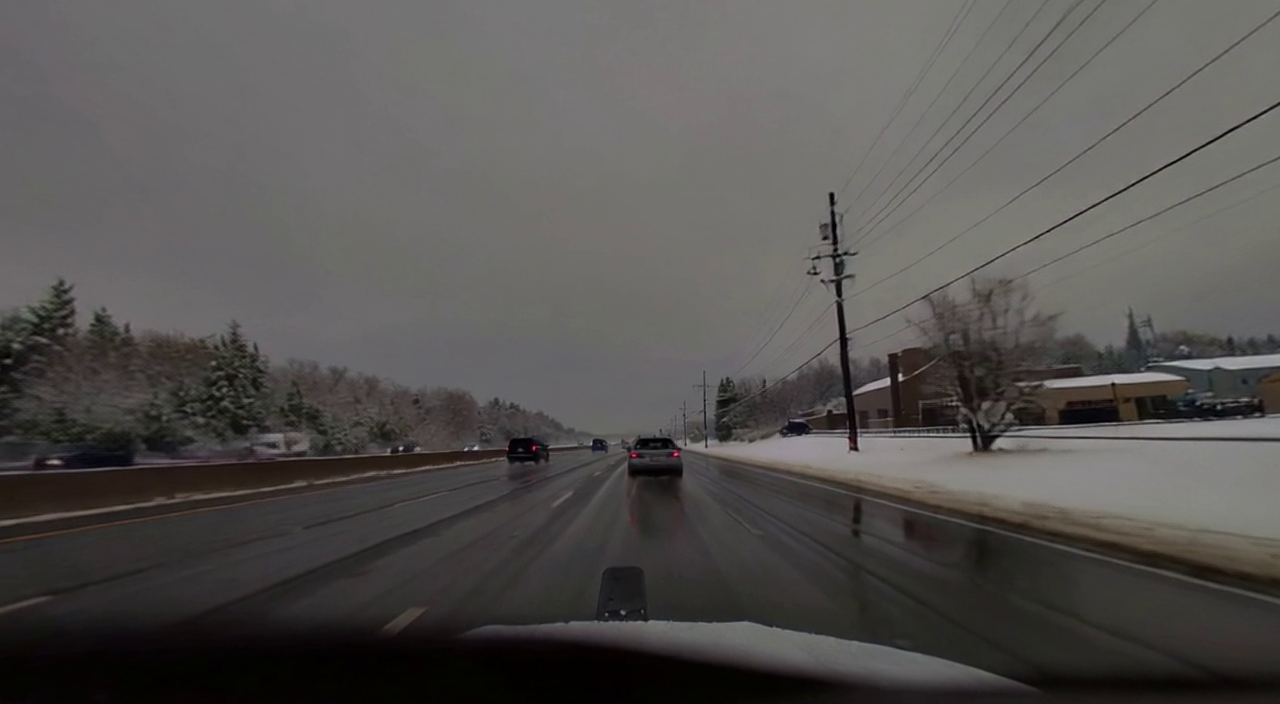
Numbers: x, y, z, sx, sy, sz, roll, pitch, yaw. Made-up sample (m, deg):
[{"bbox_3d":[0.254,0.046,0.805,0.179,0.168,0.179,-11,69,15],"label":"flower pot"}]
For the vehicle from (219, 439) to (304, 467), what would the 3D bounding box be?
[{"bbox_3d":[-24.915,6.656,41.846,2.202,1.736,5.775,0,-8,-1],"label":"vehicle"}]

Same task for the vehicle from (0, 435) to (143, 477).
[{"bbox_3d":[-28.371,5.203,31.730,2.154,1.901,5.667,0,-8,-1],"label":"vehicle"}]

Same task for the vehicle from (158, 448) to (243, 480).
[{"bbox_3d":[-21.049,5.362,30.387,1.554,1.383,3.462,0,-8,0],"label":"vehicle"}]

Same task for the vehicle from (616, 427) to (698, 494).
[{"bbox_3d":[0.433,3.123,18.512,2.134,1.733,4.049,0,-8,0],"label":"vehicle"}]

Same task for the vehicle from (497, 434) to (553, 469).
[{"bbox_3d":[-6.522,5.714,36.319,2.220,1.841,4.516,0,-8,2],"label":"vehicle"}]
